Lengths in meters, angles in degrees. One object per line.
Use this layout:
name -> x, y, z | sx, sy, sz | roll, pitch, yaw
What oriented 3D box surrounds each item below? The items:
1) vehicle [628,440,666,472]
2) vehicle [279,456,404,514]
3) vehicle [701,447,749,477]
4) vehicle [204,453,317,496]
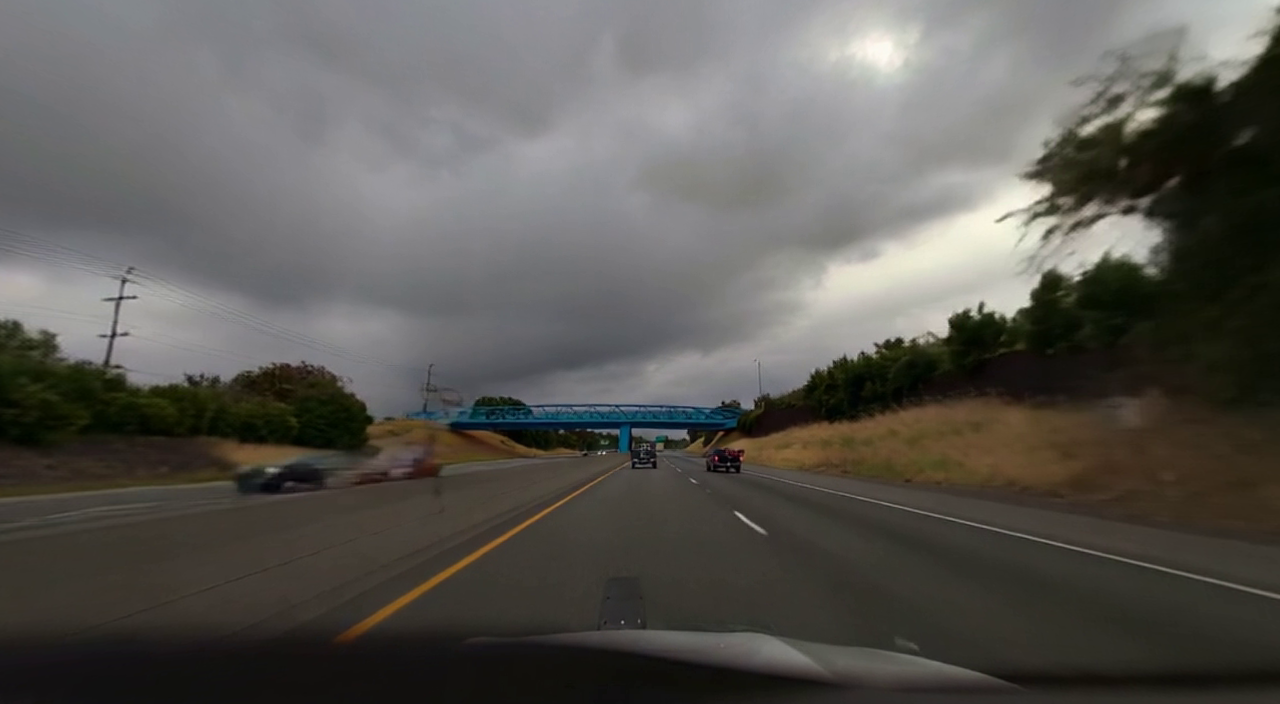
vehicle -> 0.513, 6.909, 42.053 | 2.369, 1.948, 5.343 | 0, -9, 2
vehicle -> -8.634, 3.840, 18.607 | 1.840, 1.482, 3.574 | 0, -9, 1
vehicle -> 4.614, 6.069, 35.037 | 1.988, 1.505, 4.958 | 0, -9, 0
vehicle -> -15.115, 4.886, 25.429 | 1.874, 1.535, 4.265 | 0, -9, 0
